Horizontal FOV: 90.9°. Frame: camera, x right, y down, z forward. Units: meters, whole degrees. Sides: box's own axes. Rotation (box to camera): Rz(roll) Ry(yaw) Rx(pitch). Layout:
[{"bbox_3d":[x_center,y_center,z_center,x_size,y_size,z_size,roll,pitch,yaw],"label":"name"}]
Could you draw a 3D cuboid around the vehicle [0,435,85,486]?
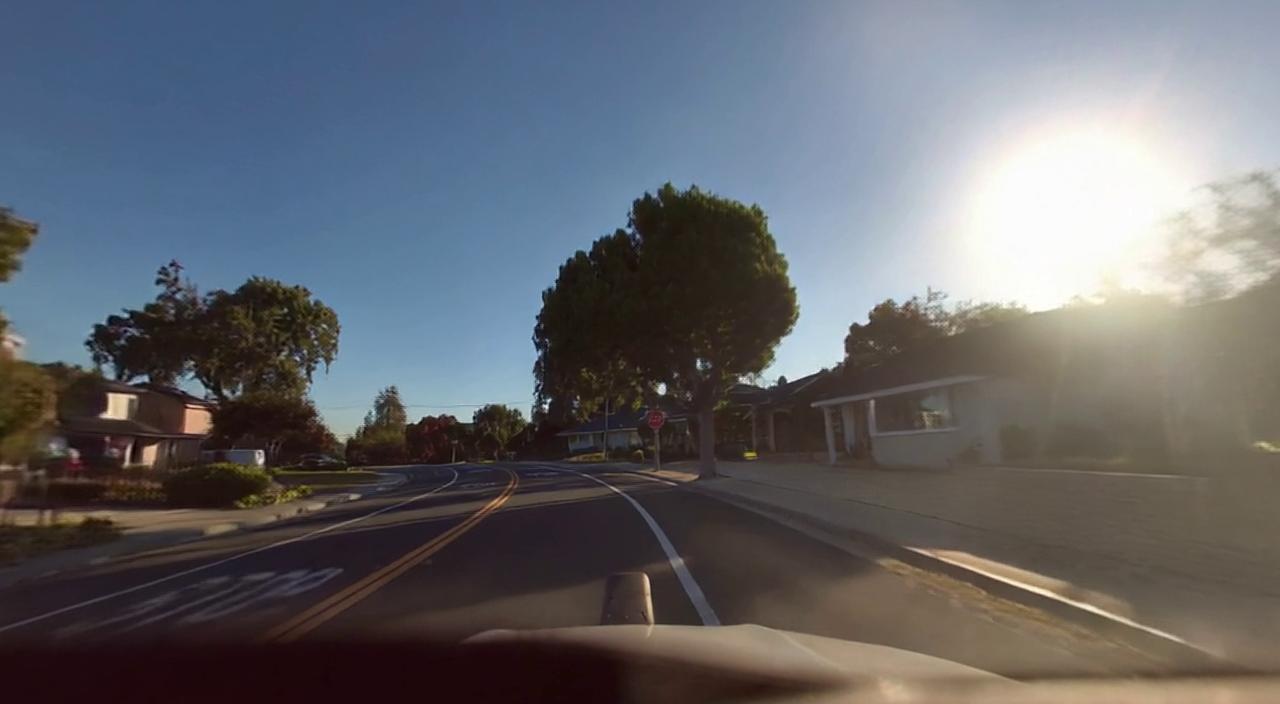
[{"bbox_3d":[-26.724,4.656,27.368,2.063,2.001,5.448,3,-9,-21],"label":"vehicle"}]
